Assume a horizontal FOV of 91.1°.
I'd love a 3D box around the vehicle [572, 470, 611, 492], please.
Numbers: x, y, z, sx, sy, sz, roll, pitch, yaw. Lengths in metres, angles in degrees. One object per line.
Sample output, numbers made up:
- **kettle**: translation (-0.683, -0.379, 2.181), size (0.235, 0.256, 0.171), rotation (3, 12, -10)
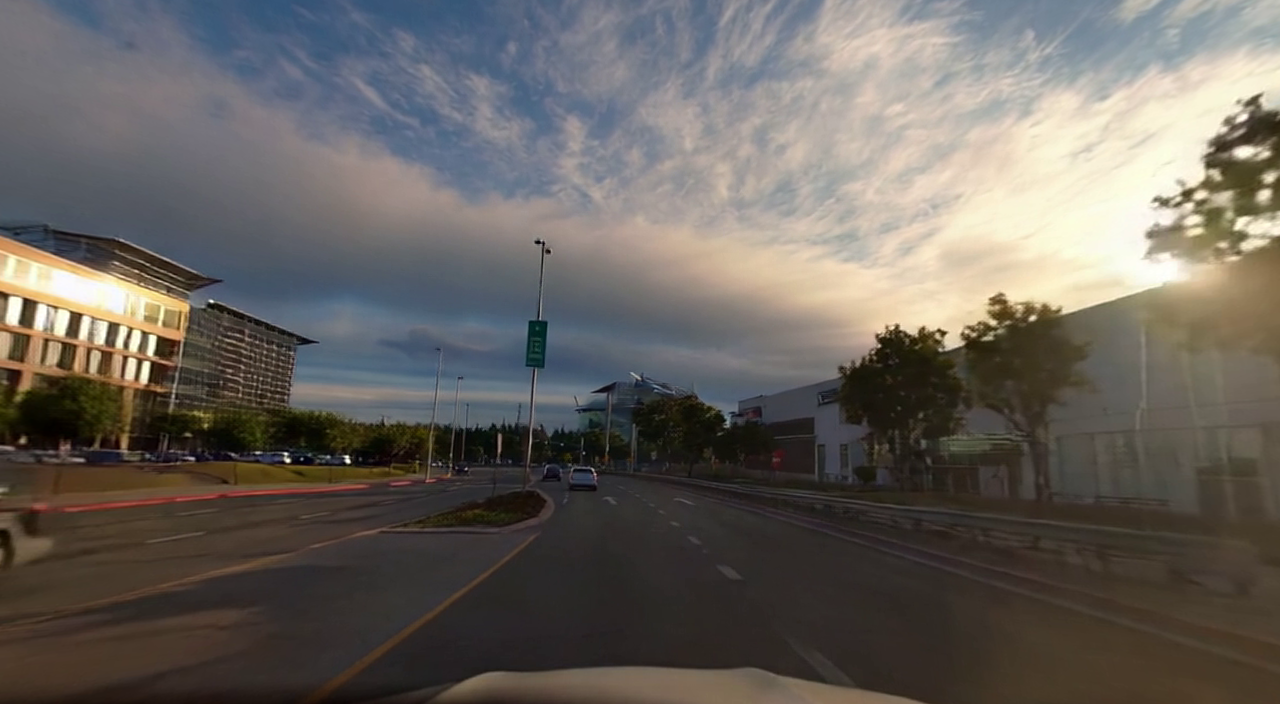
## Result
- **vehicle**: translation (-2.913, 7.599, 37.034), size (1.775, 1.186, 2.933), rotation (3, -11, -14)
